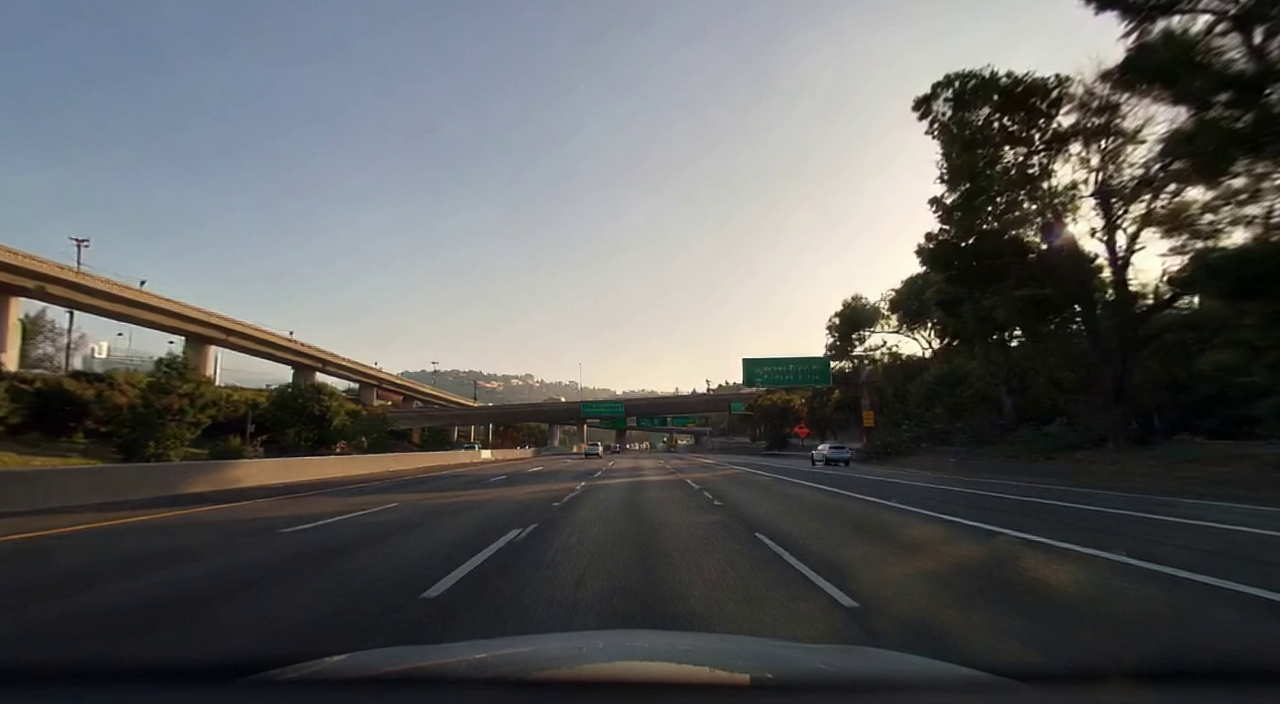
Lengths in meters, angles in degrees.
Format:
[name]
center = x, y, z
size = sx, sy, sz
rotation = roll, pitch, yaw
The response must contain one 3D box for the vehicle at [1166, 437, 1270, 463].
[vehicle]
center = 36.358, 6.180, 39.946
size = 1.937, 1.478, 4.733
rotation = 0, -8, -3
